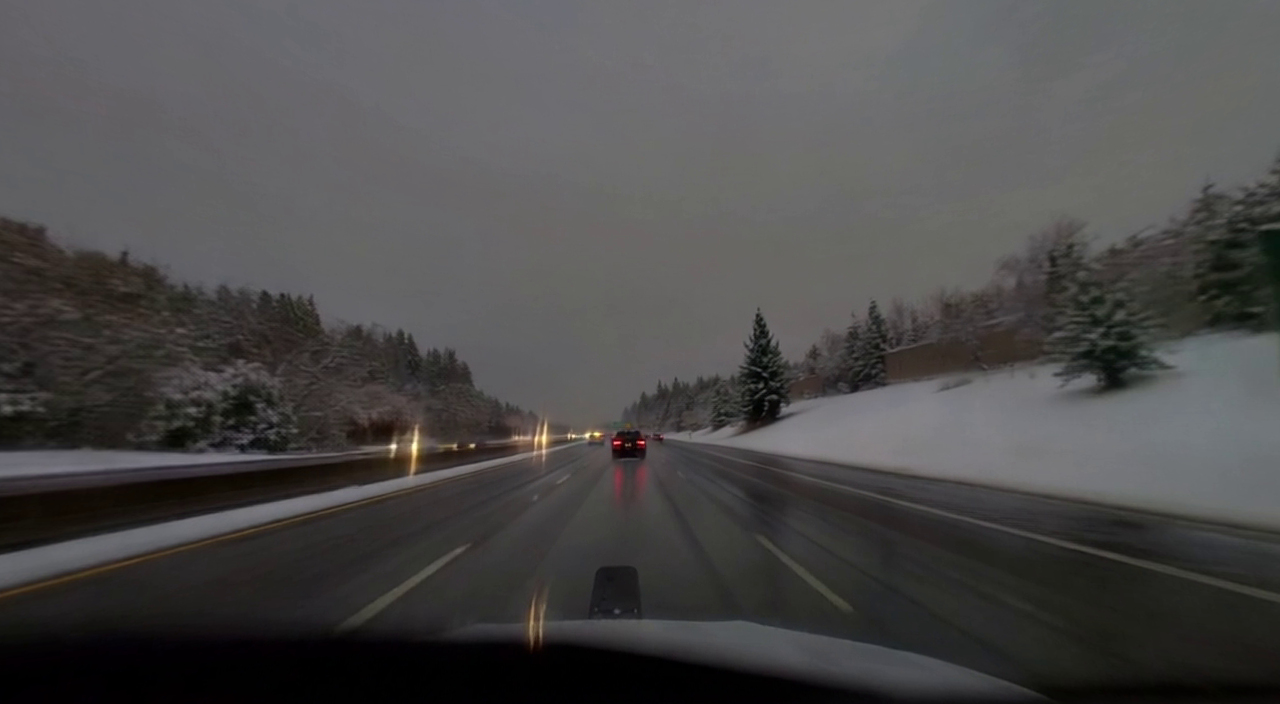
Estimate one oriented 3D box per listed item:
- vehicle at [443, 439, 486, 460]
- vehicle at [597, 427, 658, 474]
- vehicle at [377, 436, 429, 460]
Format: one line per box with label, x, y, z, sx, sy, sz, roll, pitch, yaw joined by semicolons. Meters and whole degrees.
vehicle;-12.767;7.071;46.074;1.907;1.444;4.397;0;-8;0
vehicle;-0.451;3.671;23.755;2.094;1.600;3.666;0;-8;-1
vehicle;-16.468;6.695;43.971;2.034;1.584;4.118;0;-8;0
